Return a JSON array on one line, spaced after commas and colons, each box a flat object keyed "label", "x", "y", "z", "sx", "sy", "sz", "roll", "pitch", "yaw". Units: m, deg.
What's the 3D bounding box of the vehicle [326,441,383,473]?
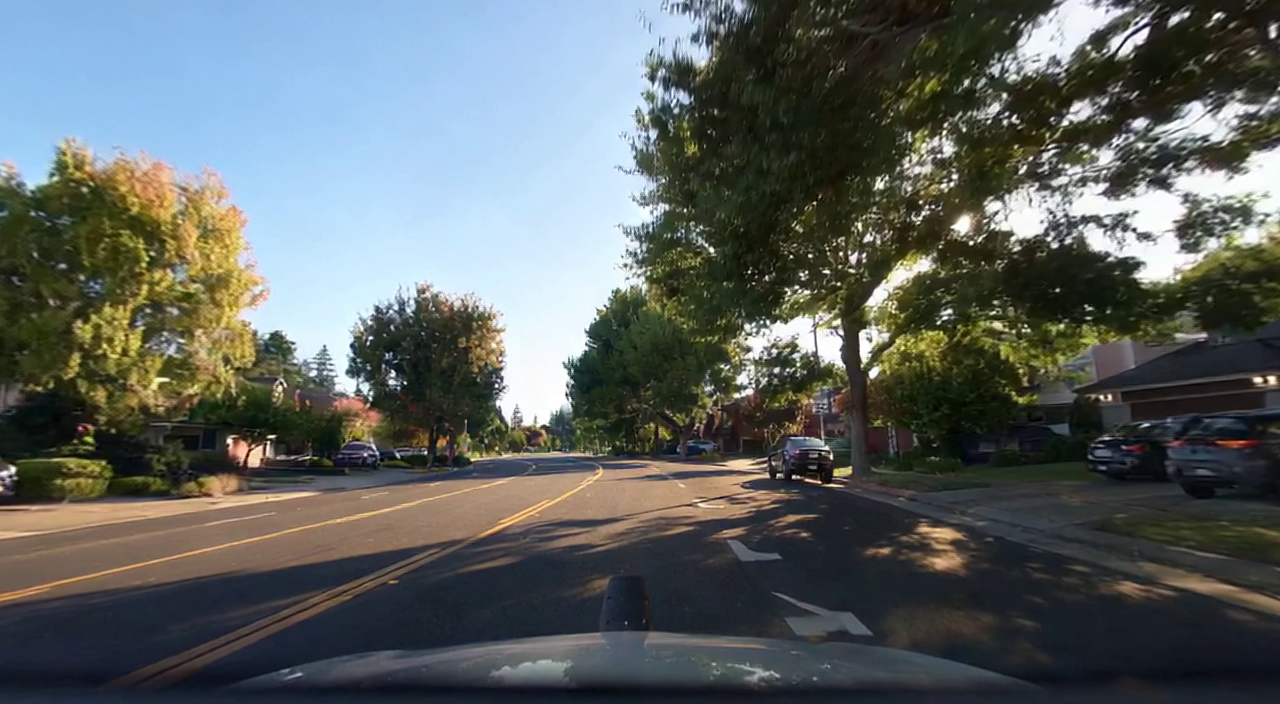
[{"label": "vehicle", "x": -18.763, "y": 6.910, "z": 41.683, "sx": 2.077, "sy": 1.948, "sz": 4.705, "roll": 1, "pitch": -9, "yaw": -8}]

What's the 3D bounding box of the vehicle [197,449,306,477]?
[{"label": "vehicle", "x": -21.306, "y": 6.108, "z": 34.678, "sx": 4.654, "sy": 1.442, "sz": 2.155, "roll": -1, "pitch": -8, "yaw": 7}]

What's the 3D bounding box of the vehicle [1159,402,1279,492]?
[{"label": "vehicle", "x": 14.282, "y": 1.871, "z": 13.323, "sx": 4.543, "sy": 1.691, "sz": 2.028, "roll": -5, "pitch": -9, "yaw": 4}]

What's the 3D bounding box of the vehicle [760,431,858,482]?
[{"label": "vehicle", "x": 6.751, "y": 4.226, "z": 25.838, "sx": 2.315, "sy": 1.869, "sz": 4.678, "roll": 1, "pitch": -9, "yaw": -6}]
